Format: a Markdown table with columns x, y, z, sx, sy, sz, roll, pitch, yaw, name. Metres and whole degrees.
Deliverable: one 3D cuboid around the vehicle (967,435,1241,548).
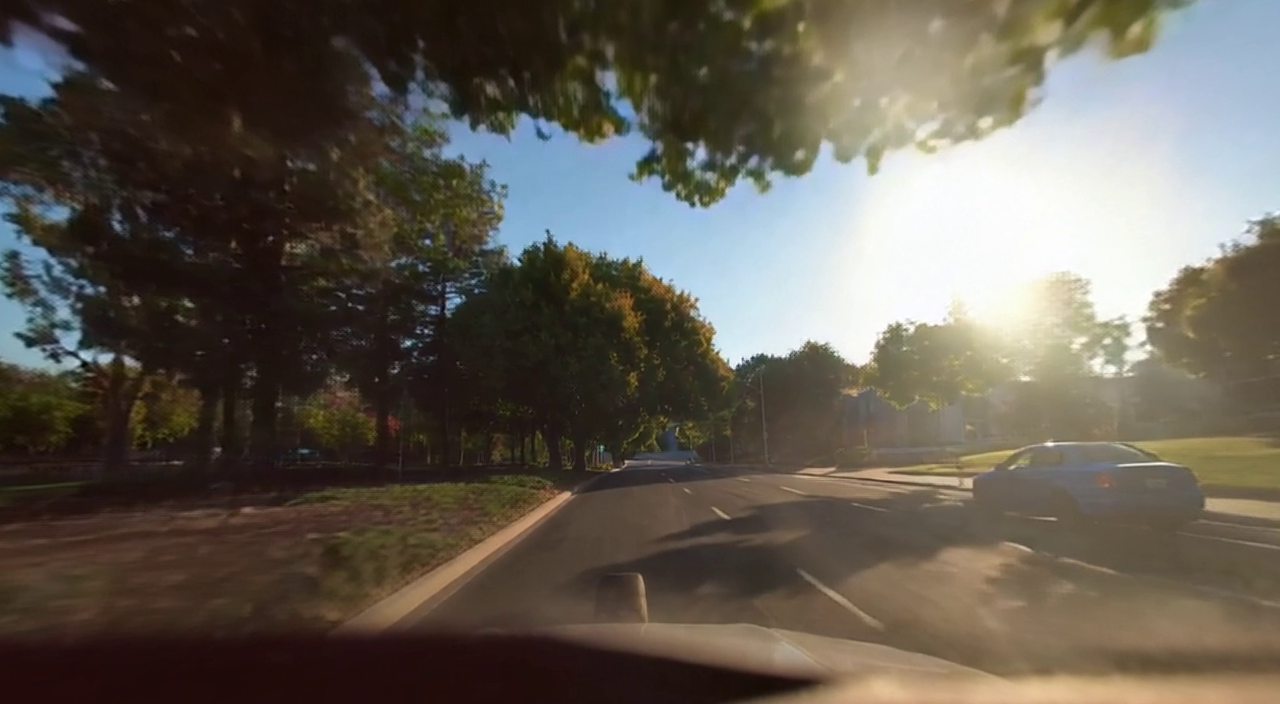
| x | y | z | sx | sy | sz | roll | pitch | yaw | name |
| --- | --- | --- | --- | --- | --- | --- | --- | --- | --- |
| 7.254 | 2.172 | 10.403 | 1.797 | 1.518 | 3.433 | 0 | -9 | -1 | vehicle |
